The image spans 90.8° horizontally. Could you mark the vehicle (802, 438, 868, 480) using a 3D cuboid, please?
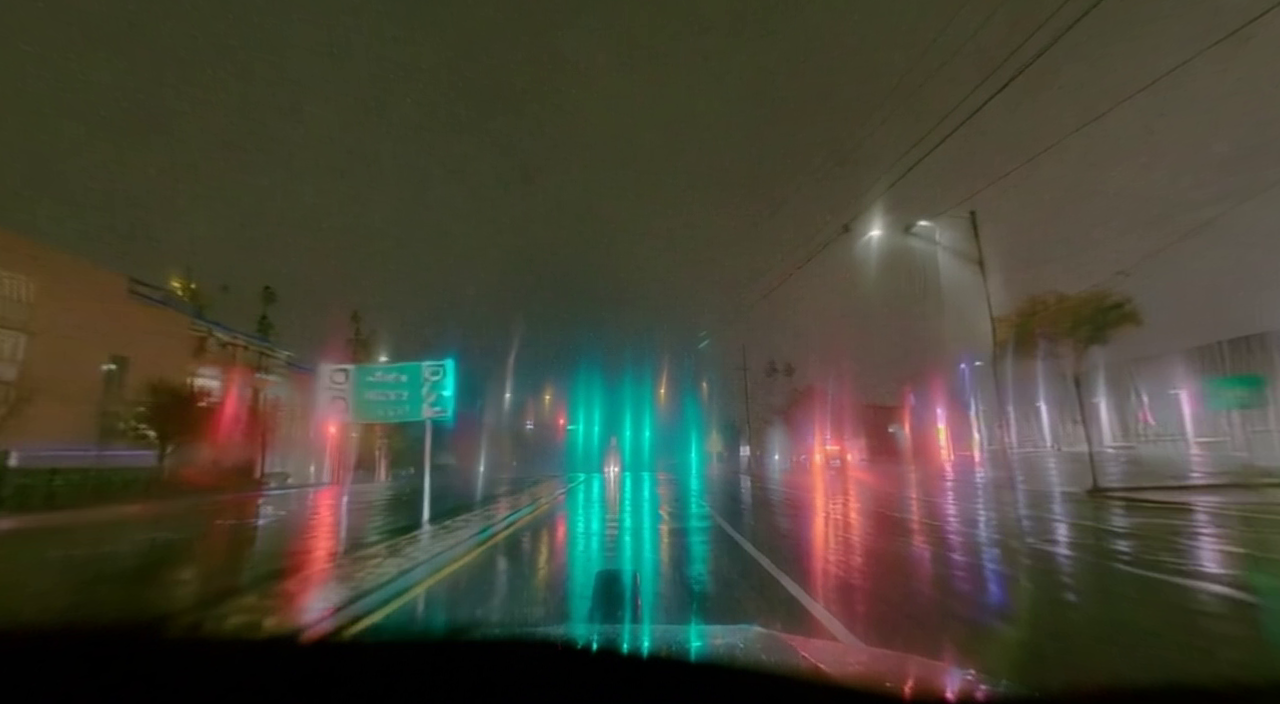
[{"bbox_3d":[9.967,5.545,32.709,2.101,1.957,4.718,0,-10,3],"label":"vehicle"}]
